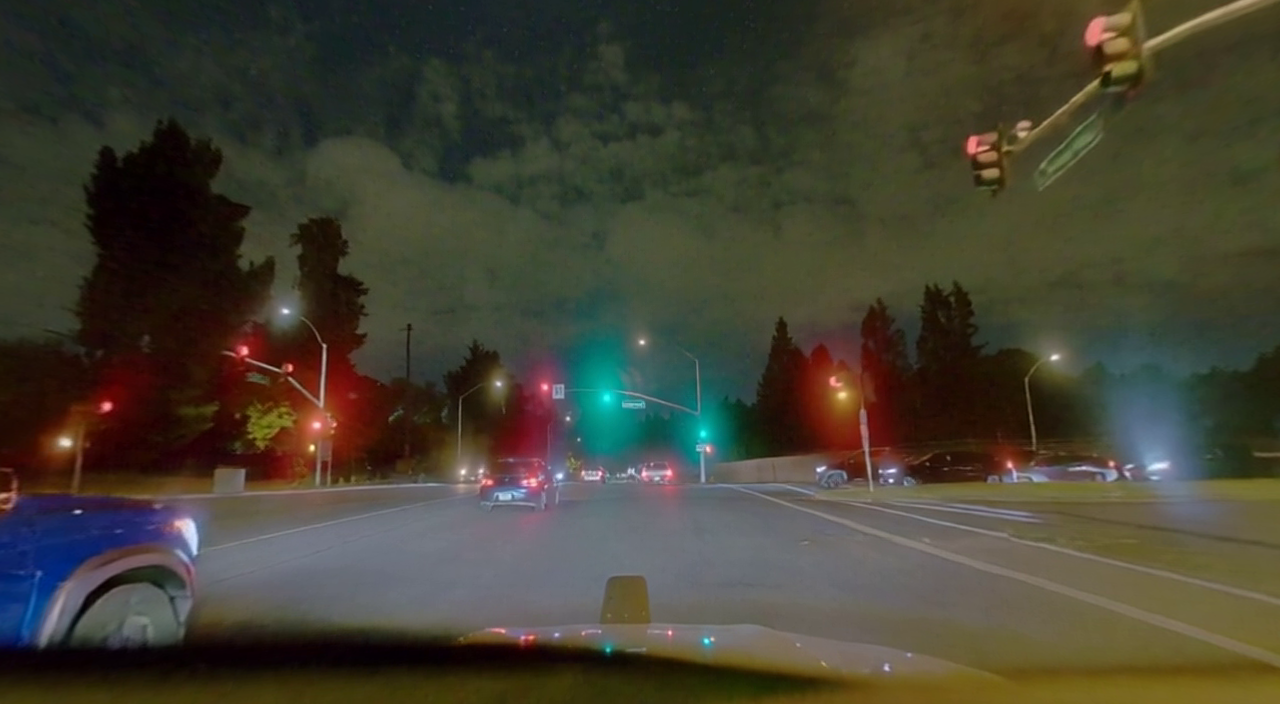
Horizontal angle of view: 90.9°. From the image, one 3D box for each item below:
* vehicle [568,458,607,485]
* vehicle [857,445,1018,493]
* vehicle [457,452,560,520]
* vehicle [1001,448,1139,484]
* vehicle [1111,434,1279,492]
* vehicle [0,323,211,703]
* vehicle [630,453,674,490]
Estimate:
[{"bbox_3d":[-3.271,7.542,40.025,2.013,1.474,4.393,0,-8,1],"label":"vehicle"},{"bbox_3d":[10.989,4.391,23.570,4.875,1.473,2.077,-2,-12,-1],"label":"vehicle"},{"bbox_3d":[-3.329,3.446,16.675,1.960,1.528,3.490,0,-8,0],"label":"vehicle"},{"bbox_3d":[18.669,4.954,27.540,4.478,1.495,2.063,0,-8,0],"label":"vehicle"},{"bbox_3d":[20.986,4.129,23.740,4.585,1.681,2.140,-5,-7,1],"label":"vehicle"},{"bbox_3d":[-3.193,0.590,0.646,2.190,1.766,4.649,0,-8,0],"label":"vehicle"},{"bbox_3d":[0.577,6.078,32.362,2.163,1.678,3.846,0,-8,0],"label":"vehicle"}]
